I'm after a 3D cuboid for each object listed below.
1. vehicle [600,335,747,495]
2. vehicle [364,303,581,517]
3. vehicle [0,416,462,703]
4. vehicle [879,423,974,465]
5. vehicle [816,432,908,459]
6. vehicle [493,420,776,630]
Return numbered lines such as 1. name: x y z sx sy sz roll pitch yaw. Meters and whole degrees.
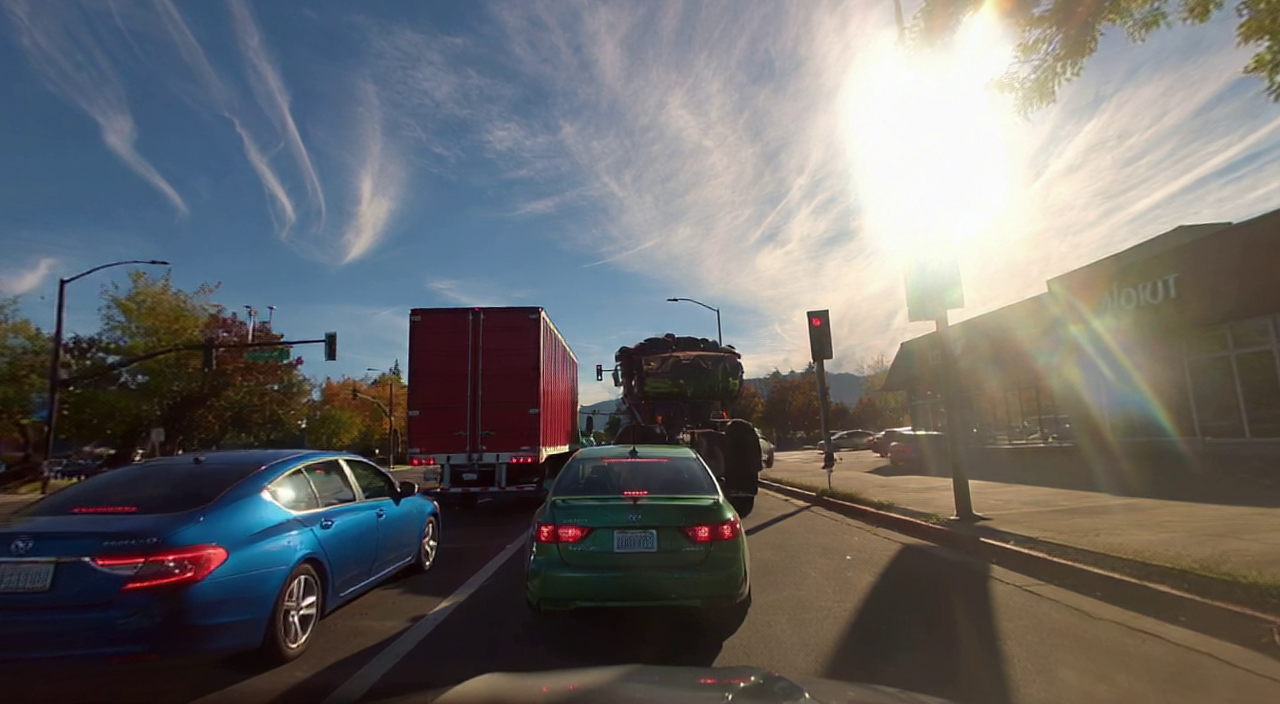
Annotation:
1. vehicle: 0.540 1.598 16.516 2.803 3.066 8.341 -1 -5 -2
2. vehicle: -3.266 1.509 14.694 3.020 3.800 7.105 0 -8 0
3. vehicle: -3.094 1.368 5.175 1.969 1.471 4.378 0 -8 0
4. vehicle: 12.866 4.260 28.563 1.969 1.713 4.681 -1 -10 -1
5. vehicle: 12.571 5.353 35.809 4.574 1.478 1.880 -1 -8 4
6. vehicle: -0.104 1.571 6.719 2.067 1.506 4.118 0 -8 -2
